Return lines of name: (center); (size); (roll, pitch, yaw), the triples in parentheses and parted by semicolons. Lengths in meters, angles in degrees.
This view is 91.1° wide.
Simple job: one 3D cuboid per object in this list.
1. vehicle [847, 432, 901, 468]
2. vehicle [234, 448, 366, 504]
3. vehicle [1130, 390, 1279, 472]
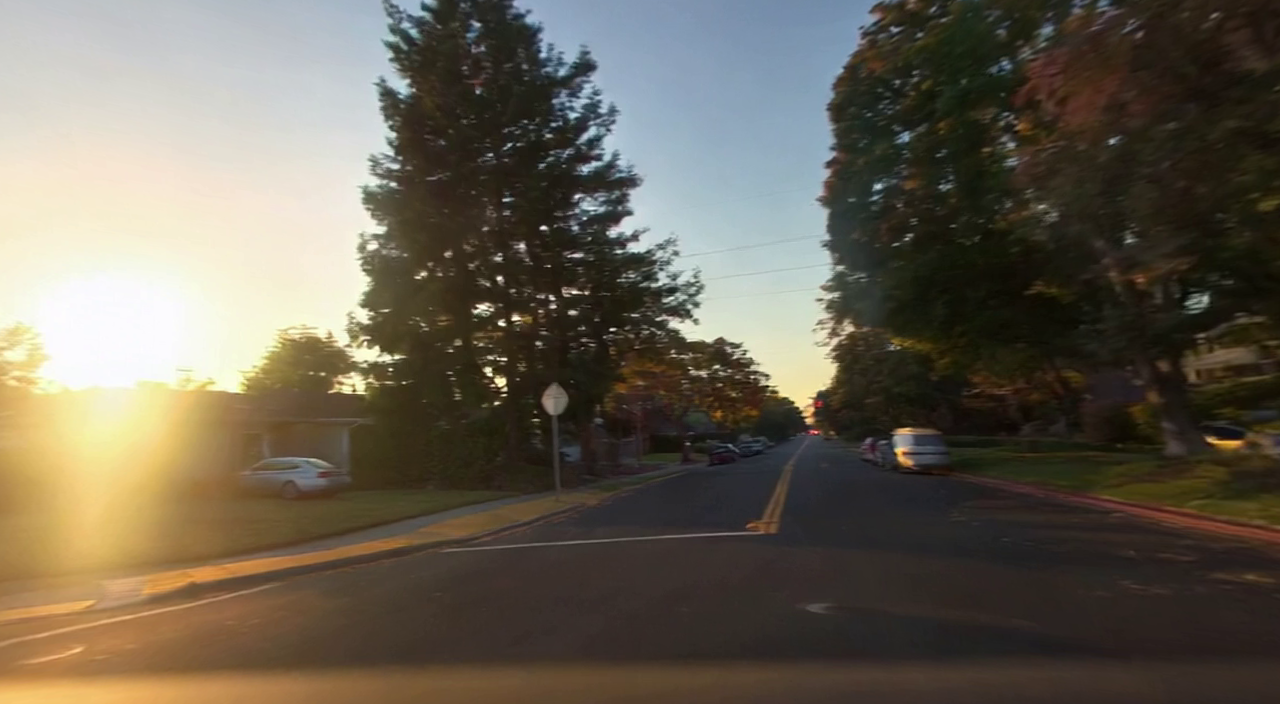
vehicle: (12.278, 5.166, 33.224); (2.085, 1.792, 4.176); (-2, -9, 13)
vehicle: (-12.045, 4.529, 22.563); (1.919, 1.447, 3.896); (-9, -18, 14)
vehicle: (16.032, 2.256, 17.506); (2.445, 1.935, 5.238); (-4, -9, 24)
